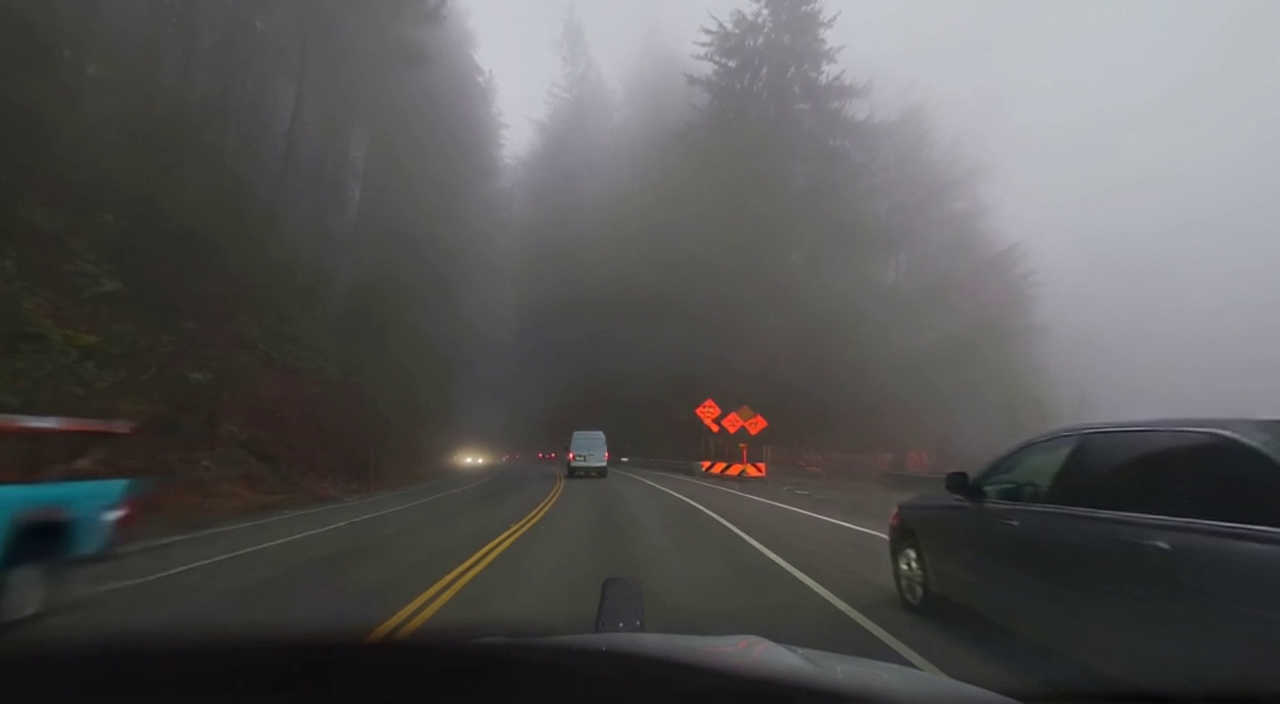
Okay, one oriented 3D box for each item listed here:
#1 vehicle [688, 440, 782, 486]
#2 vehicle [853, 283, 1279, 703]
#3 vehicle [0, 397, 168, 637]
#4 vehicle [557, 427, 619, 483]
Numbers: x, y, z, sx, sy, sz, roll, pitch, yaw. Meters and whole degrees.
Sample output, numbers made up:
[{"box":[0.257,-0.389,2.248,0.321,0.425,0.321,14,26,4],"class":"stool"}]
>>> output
[{"box":[2.967,3.606,20.755,2.277,1.299,3.889,0,-9,-3],"class":"vehicle"},{"box":[3.621,0.840,3.217,2.415,1.932,6.910,1,-9,-2],"class":"vehicle"},{"box":[-5.558,1.086,3.882,1.992,1.712,4.504,1,-9,-4],"class":"vehicle"},{"box":[-2.407,4.576,28.192,2.362,2.247,4.892,2,-9,-9],"class":"vehicle"}]
